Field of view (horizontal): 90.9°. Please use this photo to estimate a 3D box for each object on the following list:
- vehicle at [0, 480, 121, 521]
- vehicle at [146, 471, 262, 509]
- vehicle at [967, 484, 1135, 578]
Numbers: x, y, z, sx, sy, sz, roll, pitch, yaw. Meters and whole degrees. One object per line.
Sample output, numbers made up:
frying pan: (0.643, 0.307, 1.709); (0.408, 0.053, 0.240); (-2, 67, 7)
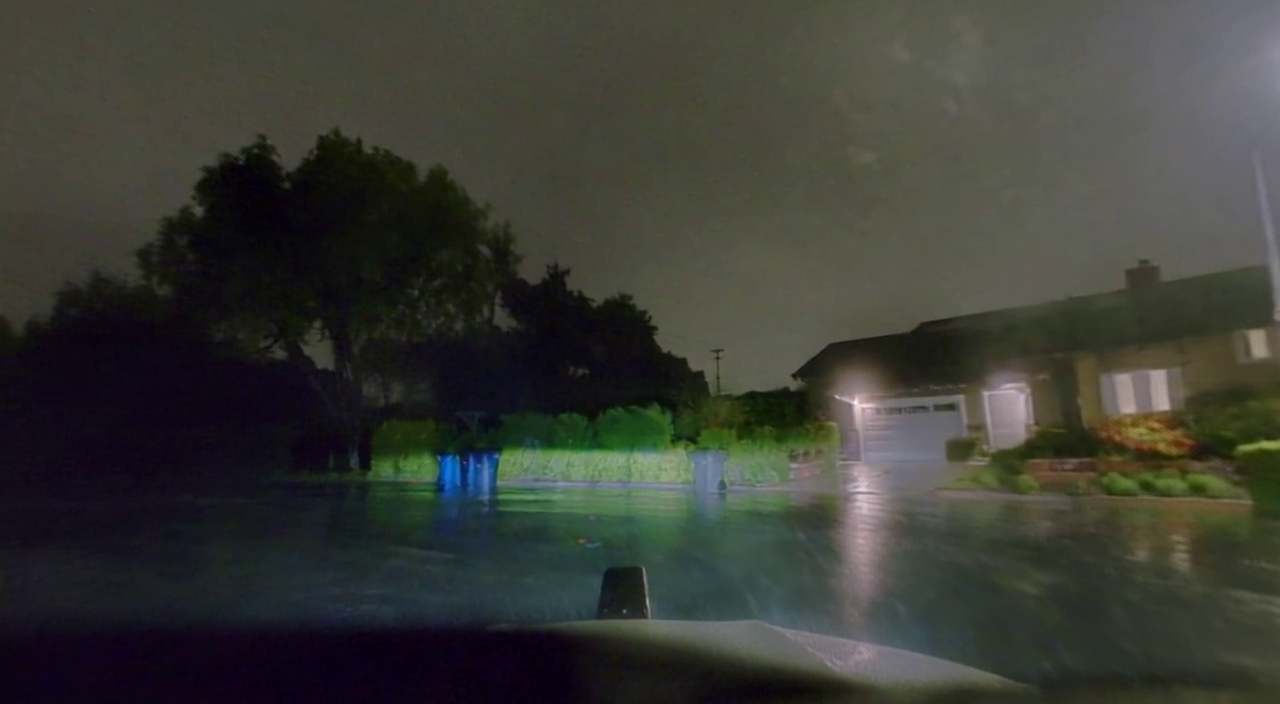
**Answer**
vehicle: (-25.830, 6.473, 27.721); (1.804, 1.435, 4.315); (-5, -11, 44)
vehicle: (-22.059, 7.067, 32.121); (2.019, 1.697, 4.310); (-1, -14, 17)
vehicle: (9.132, 3.931, 14.516); (1.860, 1.477, 4.629); (-3, -9, 16)
